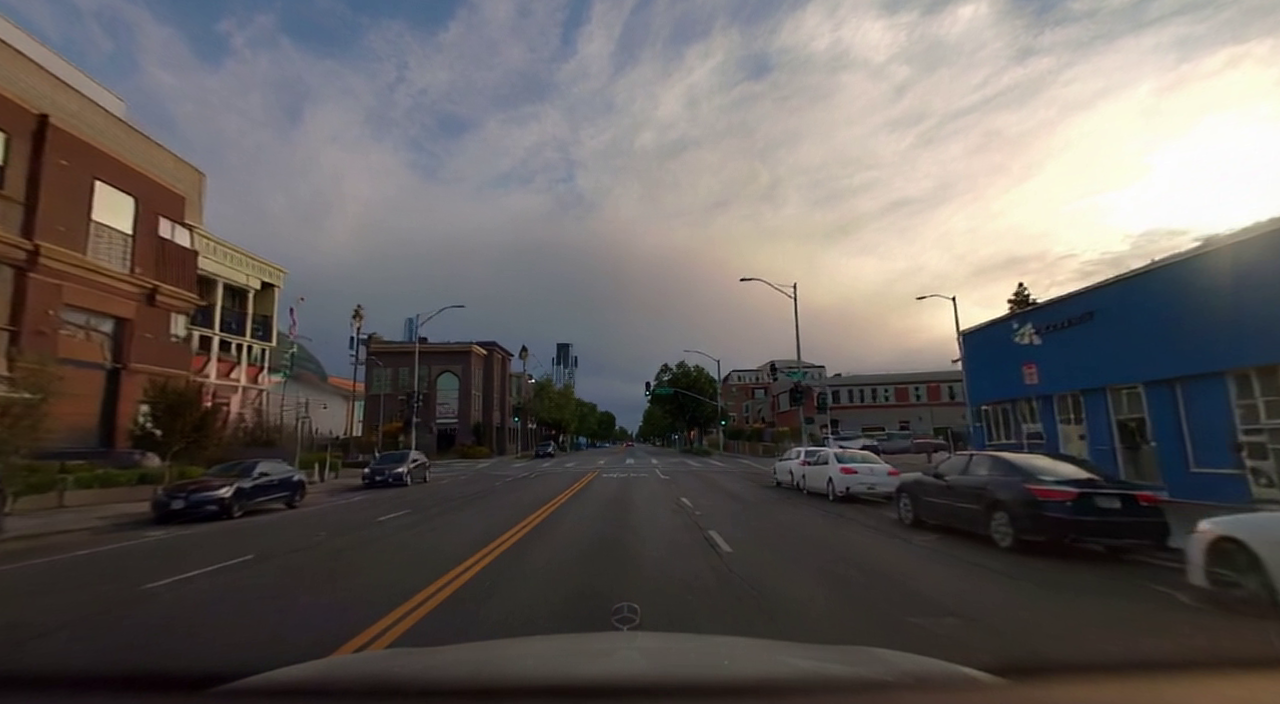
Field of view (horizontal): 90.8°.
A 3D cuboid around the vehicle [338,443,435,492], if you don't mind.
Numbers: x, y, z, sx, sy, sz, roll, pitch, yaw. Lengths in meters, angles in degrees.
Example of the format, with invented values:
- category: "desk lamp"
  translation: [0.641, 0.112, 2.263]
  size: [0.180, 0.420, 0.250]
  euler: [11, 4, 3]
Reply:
- category: "vehicle"
  translation: [-10.201, 4.646, 25.913]
  size: [1.967, 1.749, 4.841]
  euler: [0, -8, 0]

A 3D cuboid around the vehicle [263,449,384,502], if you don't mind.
- category: "vehicle"
  translation: [-10.212, 3.976, 20.806]
  size: [1.839, 1.502, 4.185]
  euler: [0, -8, -1]

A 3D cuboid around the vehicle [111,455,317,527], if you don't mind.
- category: "vehicle"
  translation: [-10.173, 3.315, 15.650]
  size: [1.953, 1.387, 4.529]
  euler: [0, -8, 0]

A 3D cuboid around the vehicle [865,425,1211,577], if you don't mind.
- category: "vehicle"
  translation: [5.758, 2.166, 10.302]
  size: [2.227, 1.811, 5.172]
  euler: [0, -8, -1]

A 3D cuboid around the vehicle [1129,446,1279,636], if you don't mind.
- category: "vehicle"
  translation: [6.168, 1.374, 4.008]
  size: [2.038, 1.482, 4.994]
  euler: [0, -8, -2]
